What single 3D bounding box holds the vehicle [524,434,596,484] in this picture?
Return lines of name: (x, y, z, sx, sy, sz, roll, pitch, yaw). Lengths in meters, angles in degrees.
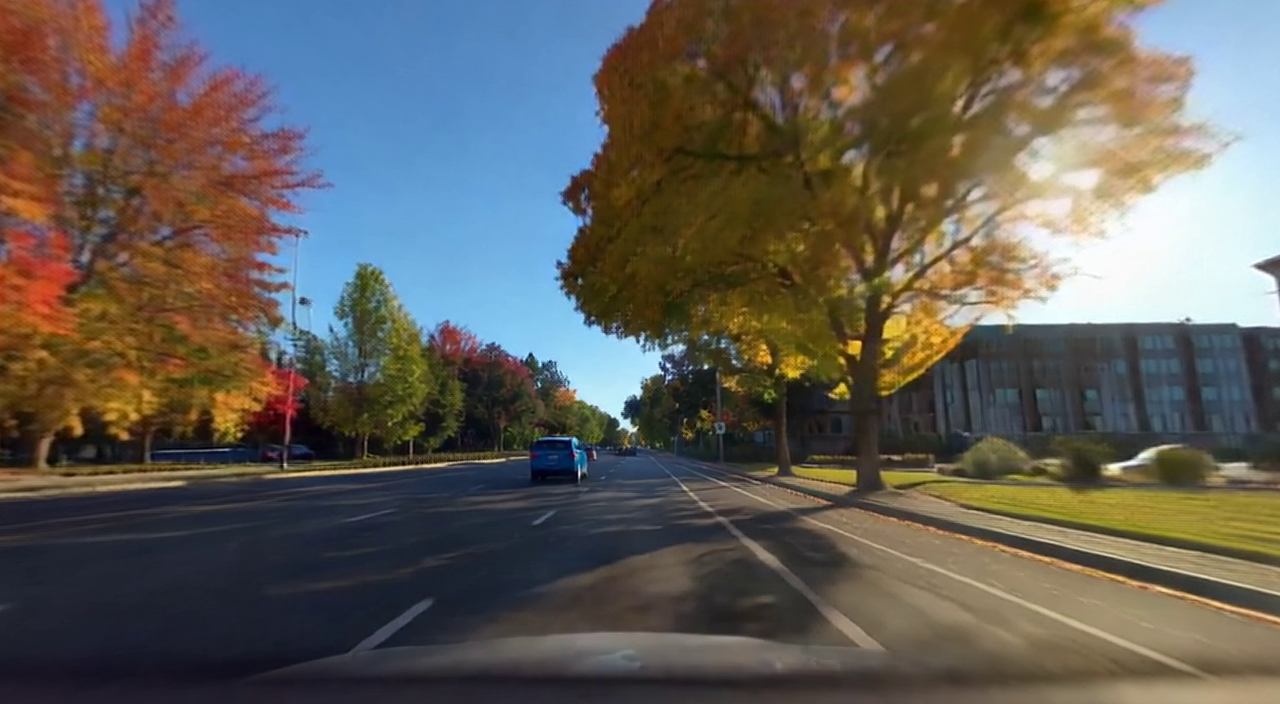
vehicle: (-3.048, 4.215, 25.086, 2.112, 1.779, 4.489, 0, -9, 2)
